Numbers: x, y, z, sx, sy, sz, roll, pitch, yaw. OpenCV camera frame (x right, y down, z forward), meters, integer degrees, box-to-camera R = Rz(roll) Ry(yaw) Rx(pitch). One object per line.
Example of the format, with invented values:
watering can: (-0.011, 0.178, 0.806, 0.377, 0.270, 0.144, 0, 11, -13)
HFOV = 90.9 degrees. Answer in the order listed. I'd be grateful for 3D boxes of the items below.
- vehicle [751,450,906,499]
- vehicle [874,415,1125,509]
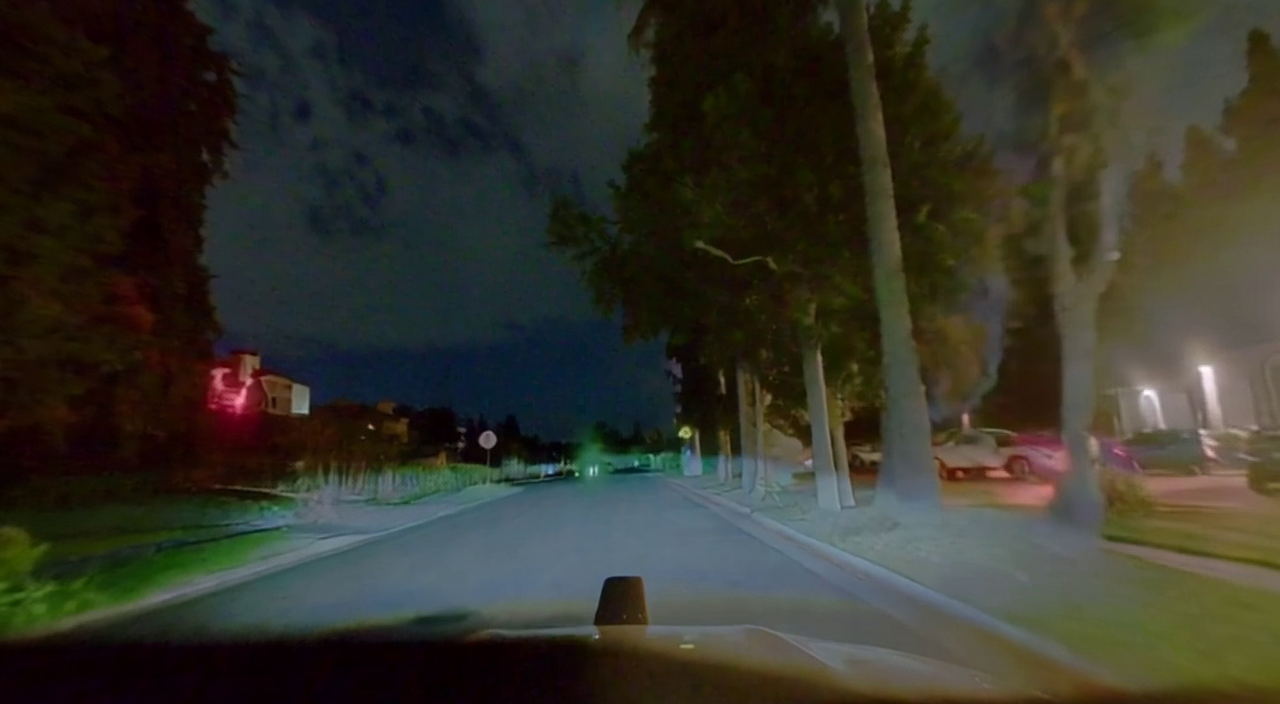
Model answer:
vehicle: (5.747, 3.759, 19.585, 4.229, 1.402, 1.811, 0, -9, 0)
vehicle: (9.406, 2.939, 16.874, 5.239, 1.933, 2.131, -4, -10, -2)
